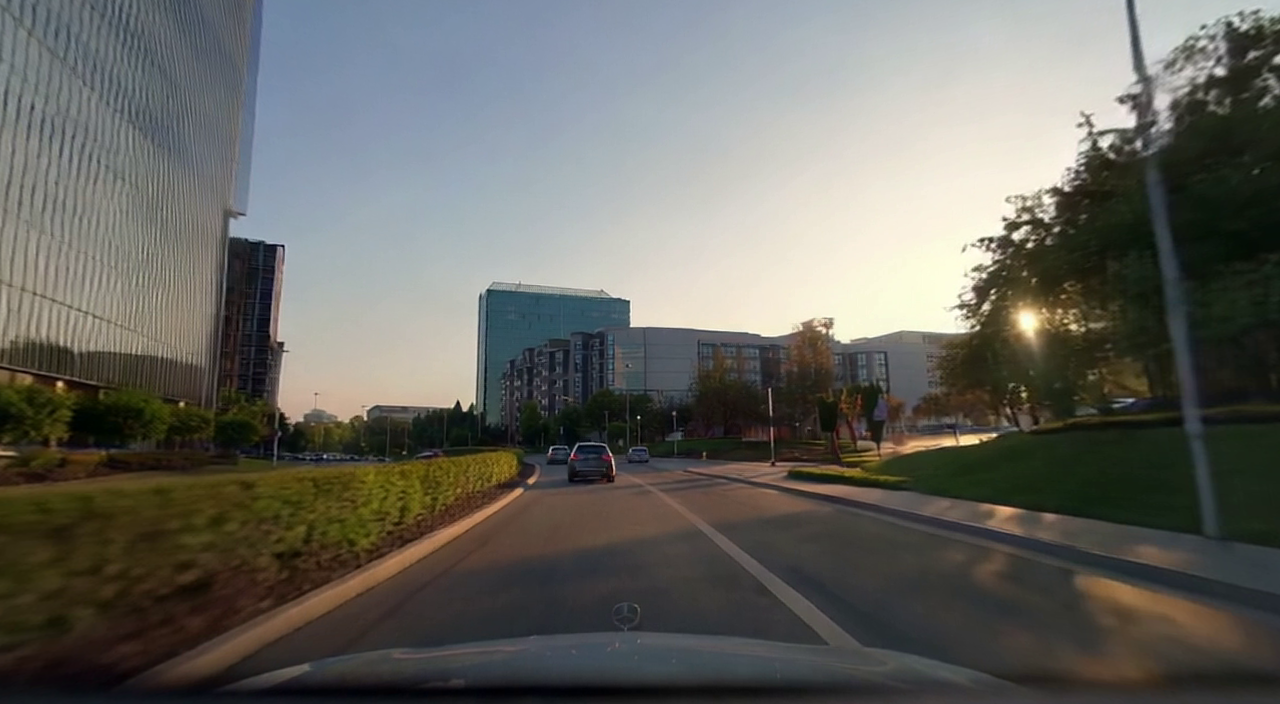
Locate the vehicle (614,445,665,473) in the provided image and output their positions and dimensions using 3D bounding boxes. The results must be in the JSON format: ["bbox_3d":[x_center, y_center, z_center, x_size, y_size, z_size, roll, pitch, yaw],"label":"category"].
[{"bbox_3d":[-0.102,6.122,36.171,2.116,1.506,4.355,2,-9,-11],"label":"vehicle"}]

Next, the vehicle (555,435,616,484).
[{"bbox_3d":[-2.188,4.240,25.032,2.173,1.761,4.374,1,-9,-6],"label":"vehicle"}]

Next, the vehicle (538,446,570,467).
[{"bbox_3d":[-6.798,8.166,49.260,2.029,1.515,4.494,2,-9,-13],"label":"vehicle"}]
